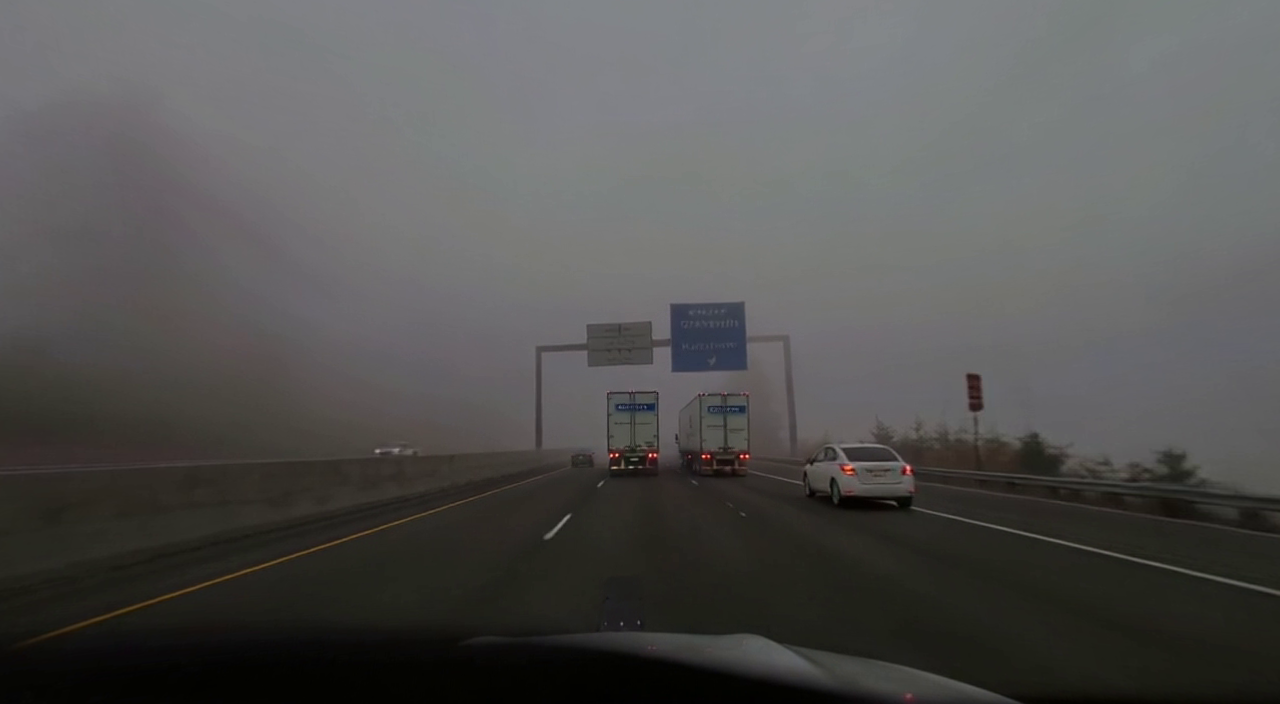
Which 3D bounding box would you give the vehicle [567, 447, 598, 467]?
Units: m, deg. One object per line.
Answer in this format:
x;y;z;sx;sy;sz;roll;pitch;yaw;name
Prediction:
-4.432;8.129;48.992;2.067;1.452;4.085;0;-9;0;vehicle

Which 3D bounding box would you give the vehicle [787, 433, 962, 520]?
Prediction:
4.735;2.594;13.681;2.086;1.530;4.808;-1;-9;2;vehicle

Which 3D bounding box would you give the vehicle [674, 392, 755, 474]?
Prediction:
4.198;5.236;39.546;3.044;4.128;14.482;0;-9;-1;vehicle

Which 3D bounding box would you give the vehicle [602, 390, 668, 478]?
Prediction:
-0.244;4.292;32.342;2.864;3.805;9.709;0;-9;0;vehicle
